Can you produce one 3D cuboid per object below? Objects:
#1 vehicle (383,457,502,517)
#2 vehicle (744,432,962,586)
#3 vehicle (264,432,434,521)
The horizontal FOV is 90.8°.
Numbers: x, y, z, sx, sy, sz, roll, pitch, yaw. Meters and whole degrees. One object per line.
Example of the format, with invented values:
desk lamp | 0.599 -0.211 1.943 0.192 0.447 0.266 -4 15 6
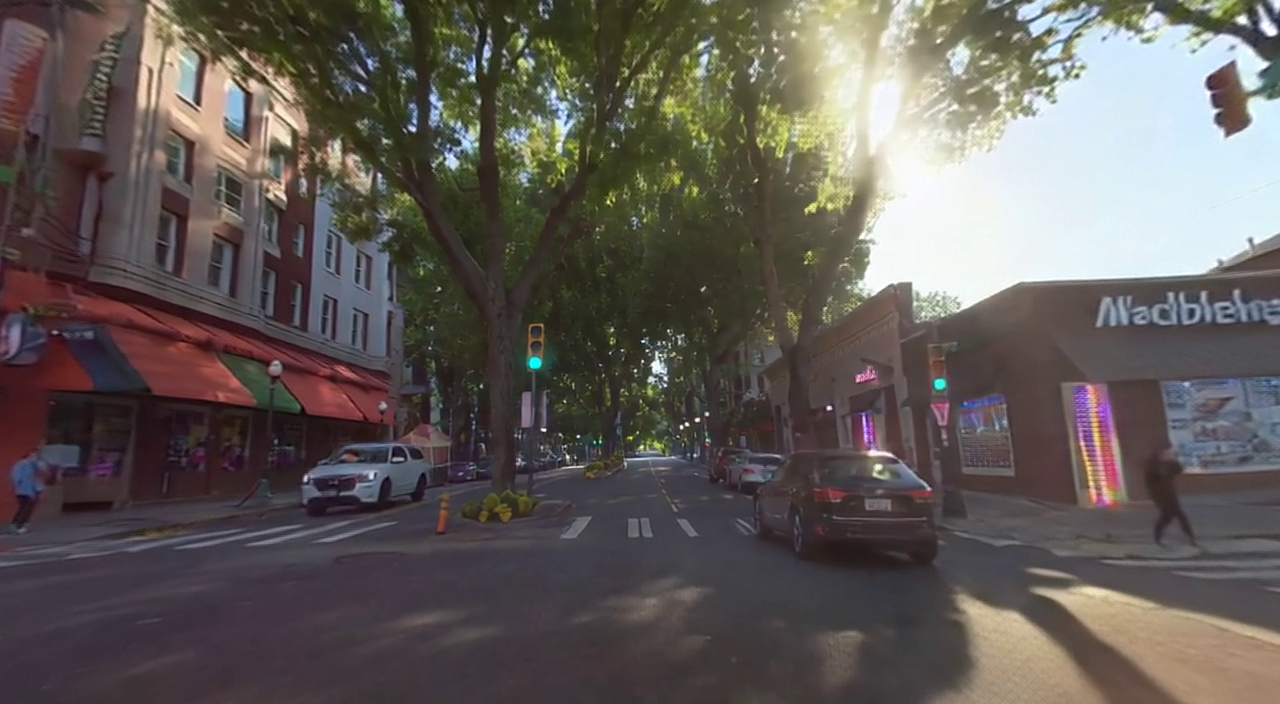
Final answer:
vehicle | -5.668 3.920 18.839 1.983 1.438 4.559 0 -8 1
vehicle | 2.573 1.930 8.388 1.822 1.654 2.794 0 -8 -1
vehicle | -8.693 3.744 19.778 2.489 2.323 5.843 0 -8 0
